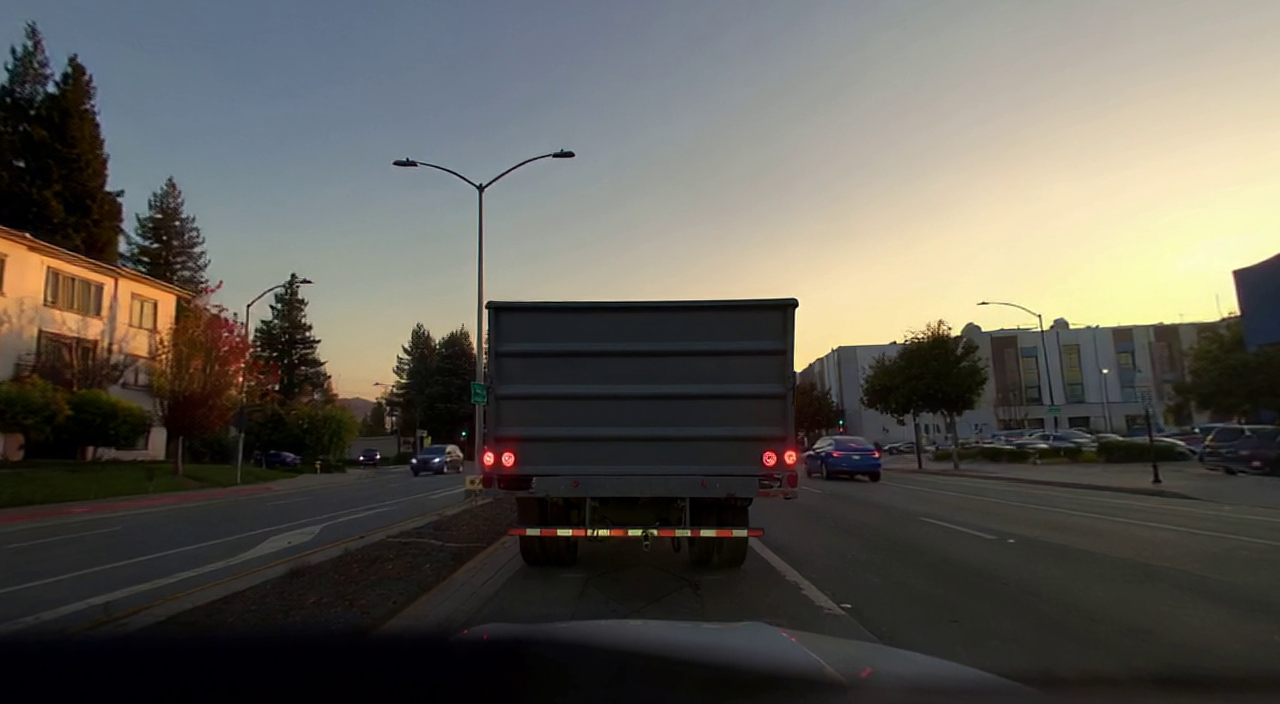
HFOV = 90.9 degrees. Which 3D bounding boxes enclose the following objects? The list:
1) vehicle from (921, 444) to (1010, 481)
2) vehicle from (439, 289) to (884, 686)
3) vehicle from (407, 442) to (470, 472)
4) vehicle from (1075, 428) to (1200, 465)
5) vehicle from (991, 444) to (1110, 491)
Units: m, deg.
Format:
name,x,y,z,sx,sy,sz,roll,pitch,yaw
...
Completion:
name,x,y,z,sx,sy,sz,roll,pitch,yaw
vehicle,14.171,4.808,27.758,1.777,1.488,4.081,-1,-8,1
vehicle,0.268,1.304,7.399,2.650,2.391,7.008,-1,-8,3
vehicle,-13.738,7.206,43.529,2.218,1.926,5.753,-1,-8,3
vehicle,23.116,4.389,29.433,4.171,1.614,1.894,-1,-8,1
vehicle,14.312,4.015,22.254,1.702,1.475,3.670,-1,-8,1
